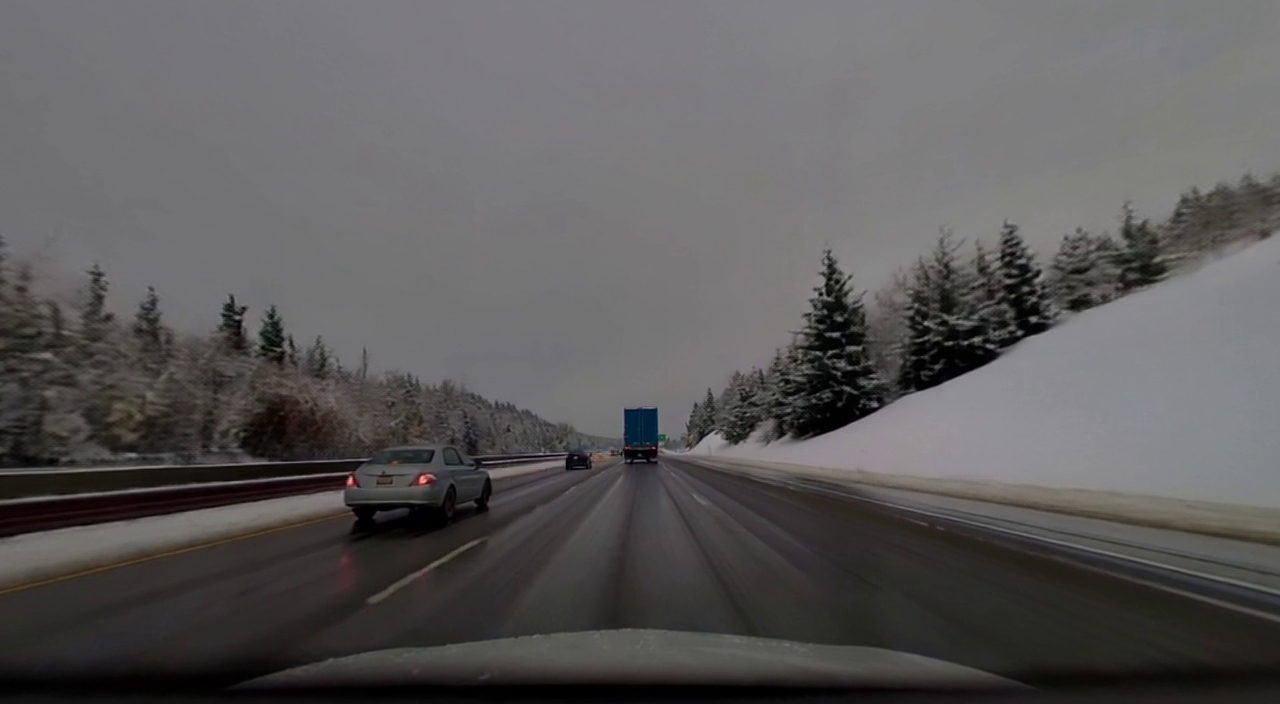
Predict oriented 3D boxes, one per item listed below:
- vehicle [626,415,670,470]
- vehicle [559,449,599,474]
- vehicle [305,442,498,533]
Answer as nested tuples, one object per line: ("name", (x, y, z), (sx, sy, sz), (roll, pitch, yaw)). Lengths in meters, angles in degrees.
("vehicle", (0.498, 6.662, 46.081), (2.893, 3.628, 9.081), (0, -9, 0))
("vehicle", (-3.755, 6.838, 39.551), (1.981, 1.435, 4.199), (0, -9, 1))
("vehicle", (-4.378, 2.546, 12.457), (2.010, 1.461, 4.391), (0, -9, 1))
